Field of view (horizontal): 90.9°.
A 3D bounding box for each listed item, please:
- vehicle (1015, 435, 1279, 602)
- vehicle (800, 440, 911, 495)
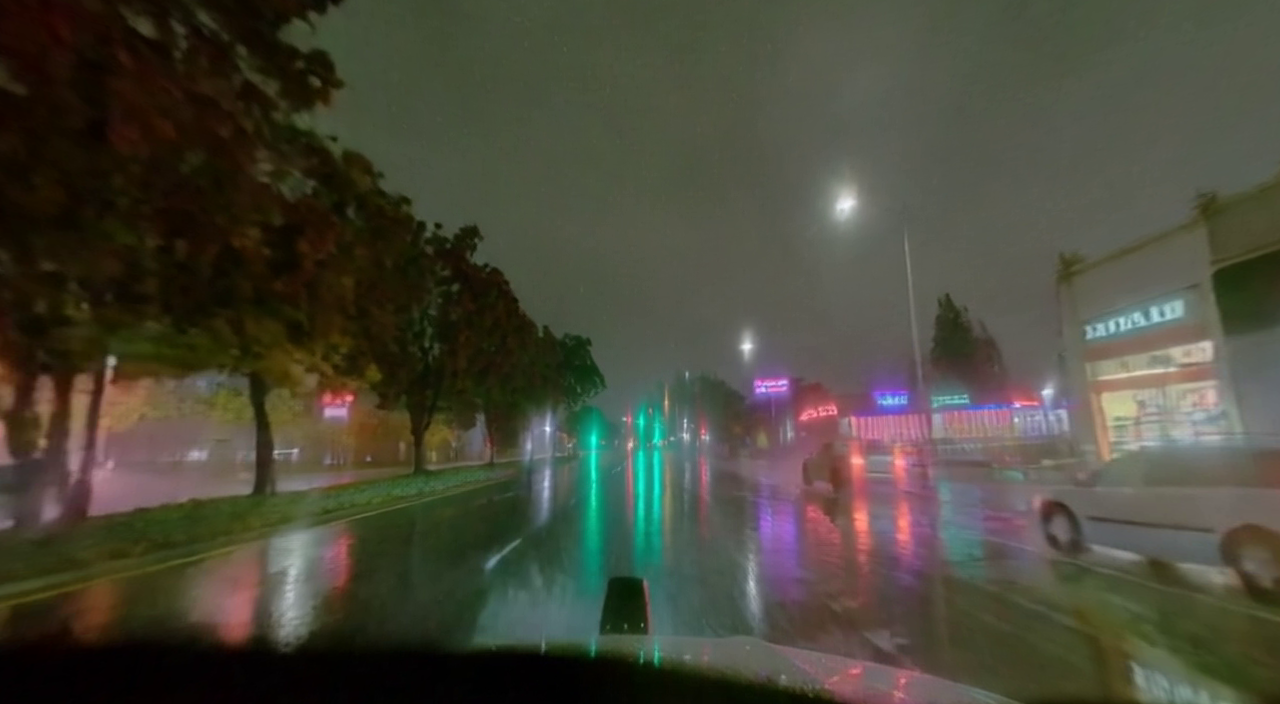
[{"bbox_3d":[6.684,1.663,6.833,2.119,1.458,4.965,1,-8,-1],"label":"vehicle"},{"bbox_3d":[6.695,3.606,20.173,1.923,1.498,4.676,0,-8,0],"label":"vehicle"}]
